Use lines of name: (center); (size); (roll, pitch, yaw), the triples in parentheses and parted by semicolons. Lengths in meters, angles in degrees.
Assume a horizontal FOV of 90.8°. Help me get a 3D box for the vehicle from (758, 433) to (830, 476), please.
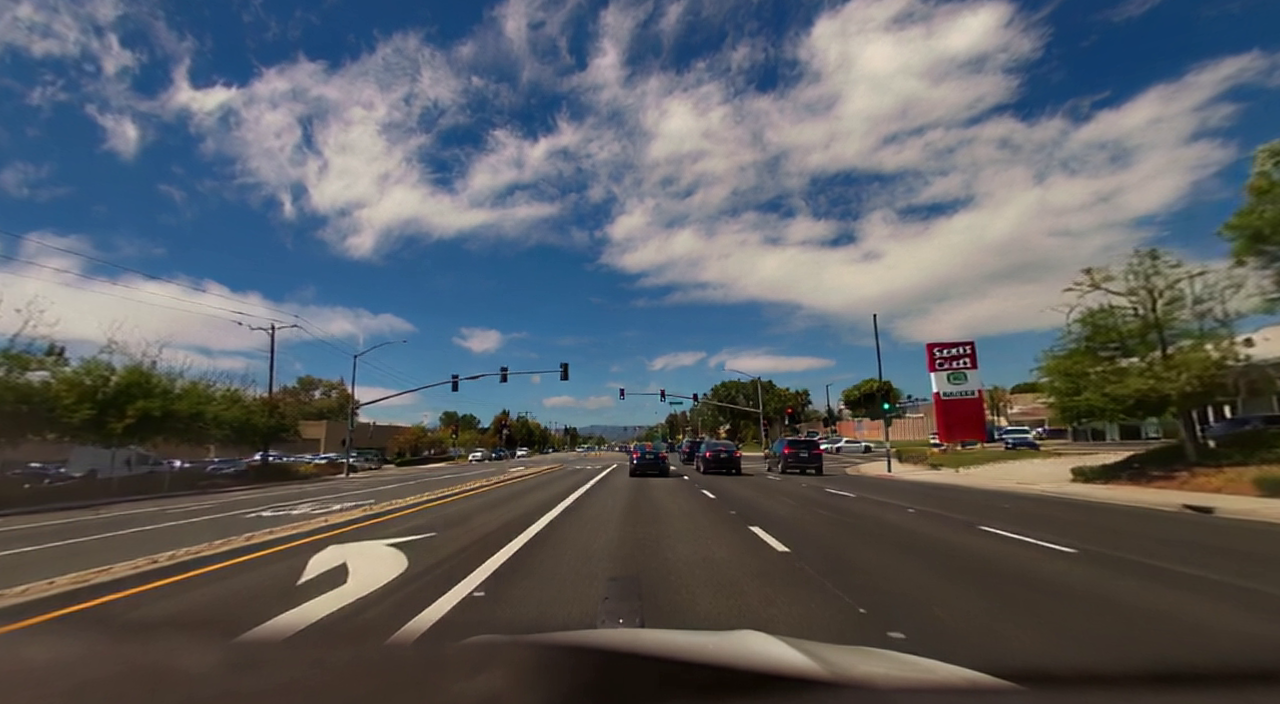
vehicle: (6.654, 4.462, 27.783); (2.009, 1.700, 4.275); (0, -8, -1)

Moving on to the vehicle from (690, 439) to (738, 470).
vehicle: (3.762, 5.307, 32.865); (1.889, 1.473, 4.643); (0, -8, -1)

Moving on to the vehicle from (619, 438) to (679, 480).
vehicle: (0.317, 4.124, 24.633); (2.135, 1.468, 4.076); (0, -8, 0)

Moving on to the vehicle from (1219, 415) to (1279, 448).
vehicle: (29.450, 3.776, 29.895); (1.951, 1.443, 4.614); (-5, -10, 30)

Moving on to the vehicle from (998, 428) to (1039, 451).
vehicle: (26.146, 6.052, 43.538); (2.222, 1.538, 4.817); (-6, -10, 32)

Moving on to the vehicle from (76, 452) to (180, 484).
vehicle: (-31.141, 7.037, 38.528); (4.471, 1.829, 2.071); (0, -8, -2)
